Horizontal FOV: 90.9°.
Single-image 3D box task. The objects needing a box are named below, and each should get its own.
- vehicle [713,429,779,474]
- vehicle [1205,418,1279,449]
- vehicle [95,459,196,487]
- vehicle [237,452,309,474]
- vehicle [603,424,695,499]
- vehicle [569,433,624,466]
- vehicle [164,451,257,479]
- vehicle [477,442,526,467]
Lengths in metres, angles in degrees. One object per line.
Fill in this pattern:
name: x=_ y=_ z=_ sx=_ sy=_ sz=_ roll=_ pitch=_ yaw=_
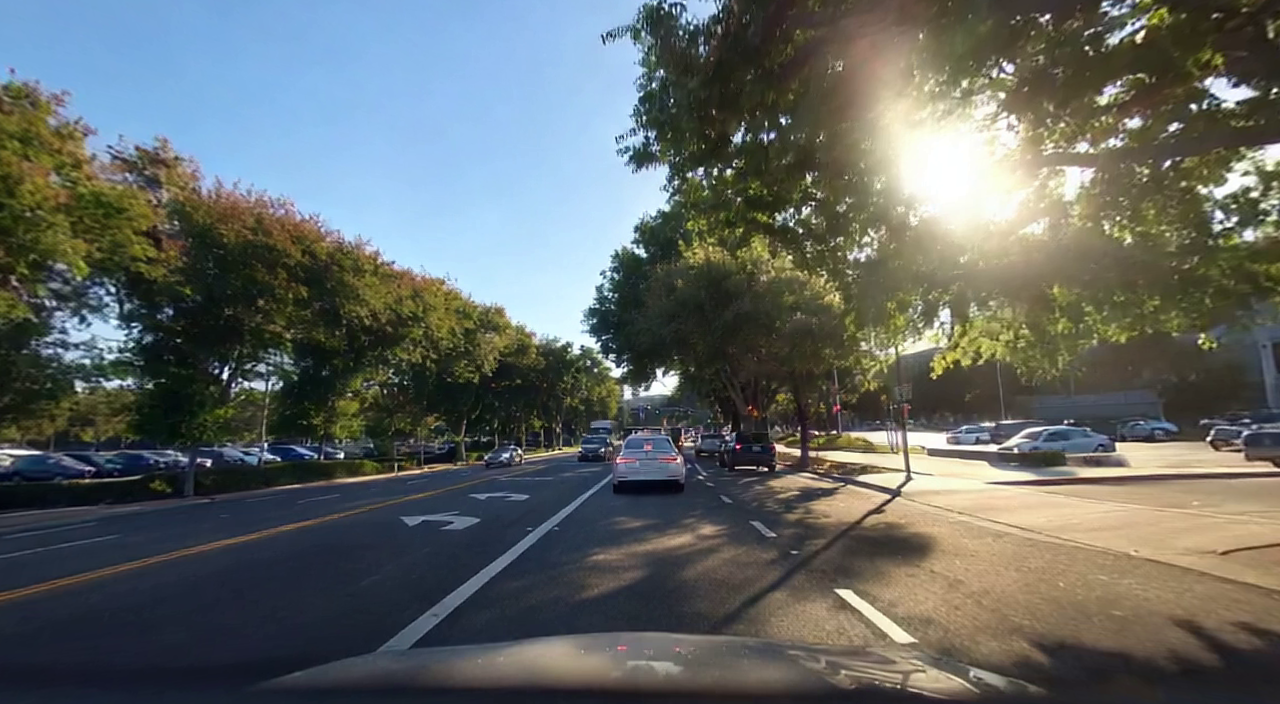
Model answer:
vehicle: x=4.607 y=4.395 z=28.091 sx=2.155 sy=1.786 sz=4.459 roll=0 pitch=-8 yaw=1
vehicle: x=38.146 y=5.040 z=38.933 sx=4.512 sy=1.785 sz=1.895 roll=-1 pitch=-8 yaw=1
vehicle: x=-27.872 y=6.803 z=35.606 sx=4.391 sy=1.442 sz=1.763 roll=-1 pitch=-8 yaw=5
vehicle: x=-26.576 y=8.010 z=45.666 sx=4.260 sy=1.498 sz=1.769 roll=-2 pitch=-8 yaw=10
vehicle: x=0.216 y=2.876 z=16.942 sx=2.154 sy=1.710 sz=4.128 roll=-1 pitch=-8 yaw=0
vehicle: x=-2.481 y=5.718 z=37.243 sx=2.057 sy=1.786 sz=4.725 roll=-2 pitch=-8 yaw=11
vehicle: x=-27.667 y=7.271 z=40.699 sx=4.743 sy=1.671 sz=1.842 roll=-1 pitch=-8 yaw=4
vehicle: x=-8.901 y=6.639 z=41.036 sx=1.909 sy=1.471 sz=4.502 roll=-1 pitch=-8 yaw=4
